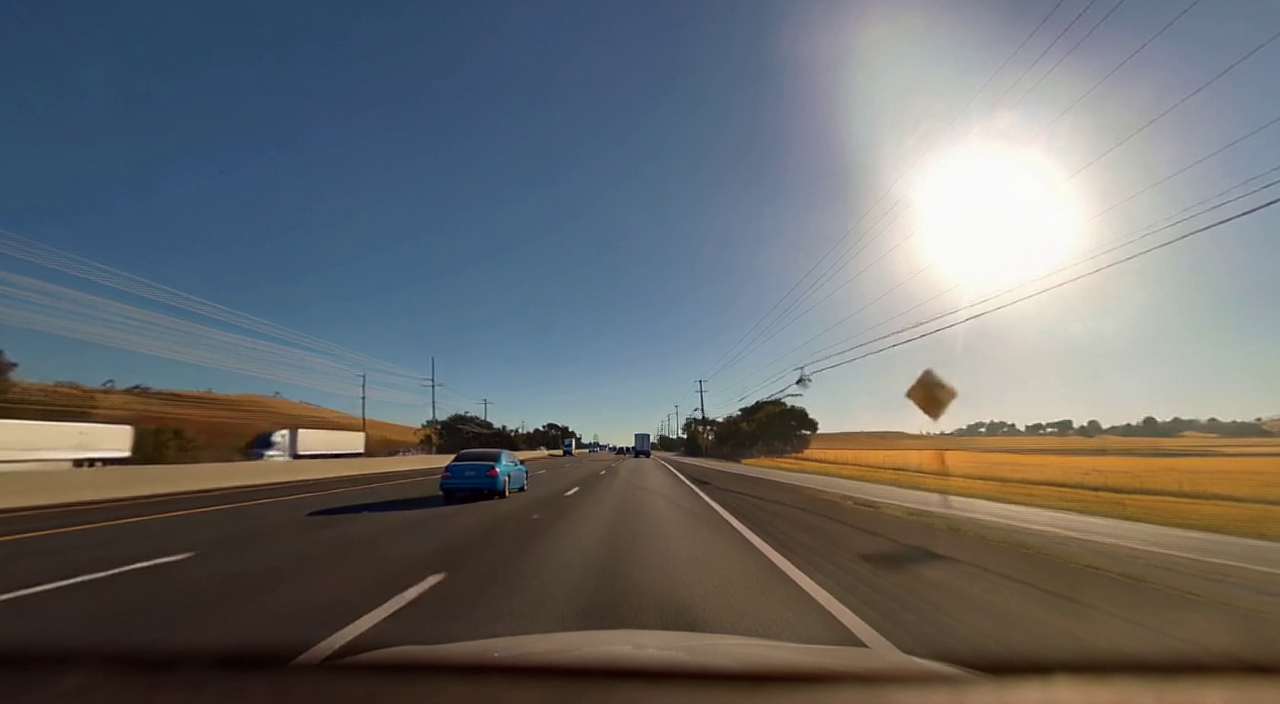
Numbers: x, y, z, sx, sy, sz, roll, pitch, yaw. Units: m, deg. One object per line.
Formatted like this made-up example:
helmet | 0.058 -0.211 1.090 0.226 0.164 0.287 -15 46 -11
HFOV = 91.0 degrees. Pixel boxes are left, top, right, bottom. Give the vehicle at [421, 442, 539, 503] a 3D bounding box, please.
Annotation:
vehicle | -4.350 3.346 17.959 2.104 1.501 4.459 0 -9 1

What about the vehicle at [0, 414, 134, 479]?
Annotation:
vehicle | -43.802 6.593 43.918 2.940 4.217 16.735 0 -9 1
